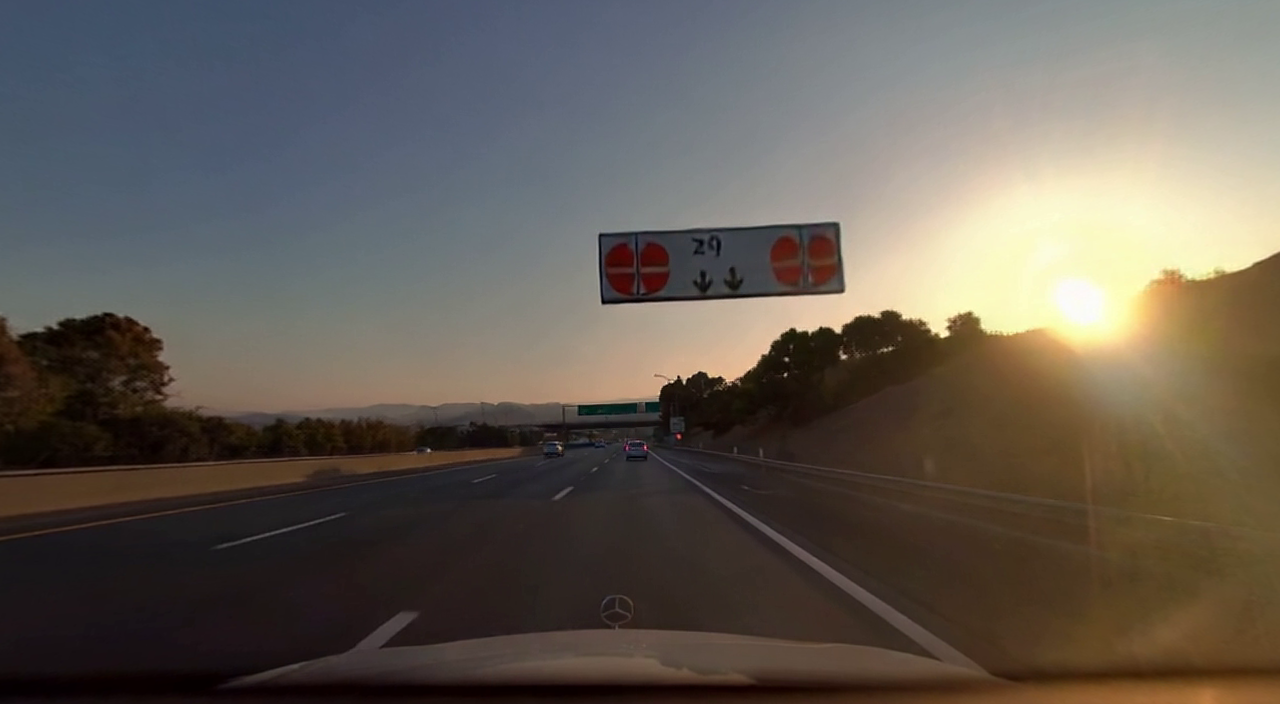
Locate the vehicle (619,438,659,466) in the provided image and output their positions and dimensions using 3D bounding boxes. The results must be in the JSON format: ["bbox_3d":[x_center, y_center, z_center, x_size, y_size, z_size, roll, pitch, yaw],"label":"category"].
[{"bbox_3d":[-0.086,5.550,35.143,2.072,1.440,3.690,0,-8,-1],"label":"vehicle"}]
